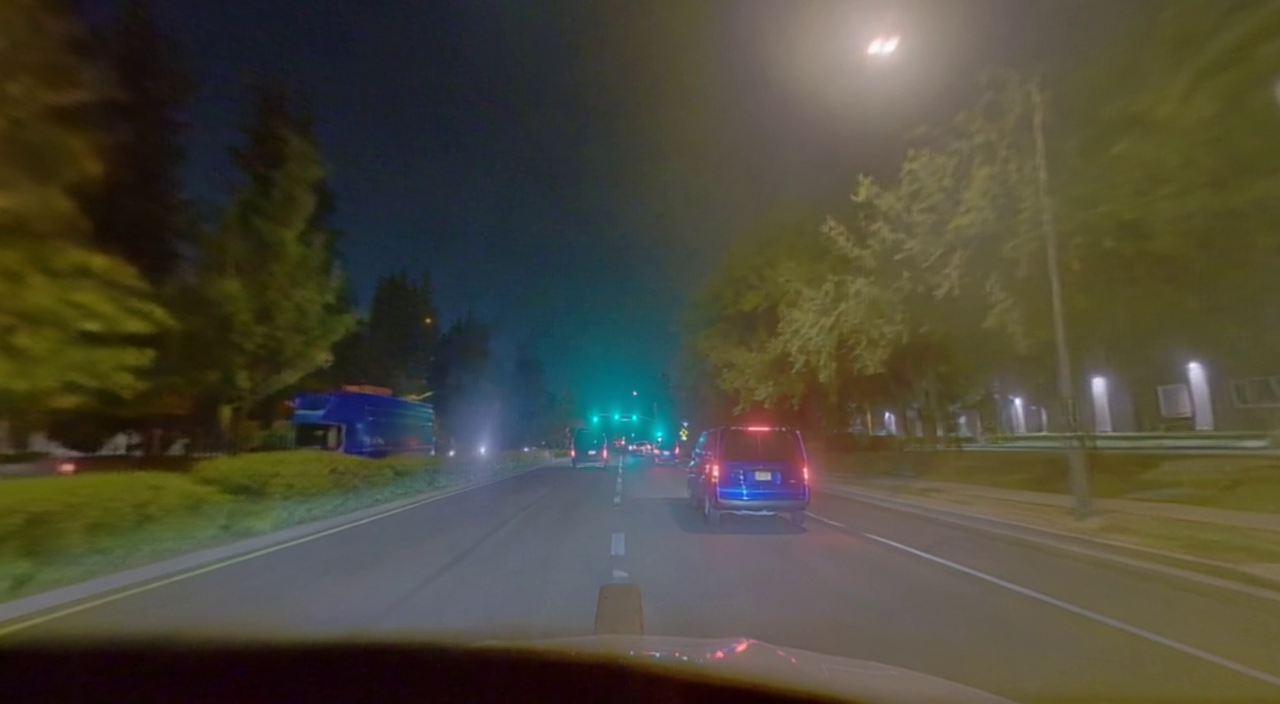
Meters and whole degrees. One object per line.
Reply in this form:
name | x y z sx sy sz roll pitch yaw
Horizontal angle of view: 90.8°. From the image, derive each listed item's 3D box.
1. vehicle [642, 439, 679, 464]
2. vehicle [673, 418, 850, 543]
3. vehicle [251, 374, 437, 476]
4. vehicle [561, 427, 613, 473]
vehicle | 1.341 6.933 44.105 2.248 1.692 4.252 1 -9 -3
vehicle | 1.757 2.052 10.669 1.965 1.671 4.146 1 -9 -3
vehicle | -12.786 3.539 29.152 3.206 3.740 11.455 0 -9 -1
vehicle | -2.531 4.842 31.269 2.228 2.054 4.309 0 -9 -1
